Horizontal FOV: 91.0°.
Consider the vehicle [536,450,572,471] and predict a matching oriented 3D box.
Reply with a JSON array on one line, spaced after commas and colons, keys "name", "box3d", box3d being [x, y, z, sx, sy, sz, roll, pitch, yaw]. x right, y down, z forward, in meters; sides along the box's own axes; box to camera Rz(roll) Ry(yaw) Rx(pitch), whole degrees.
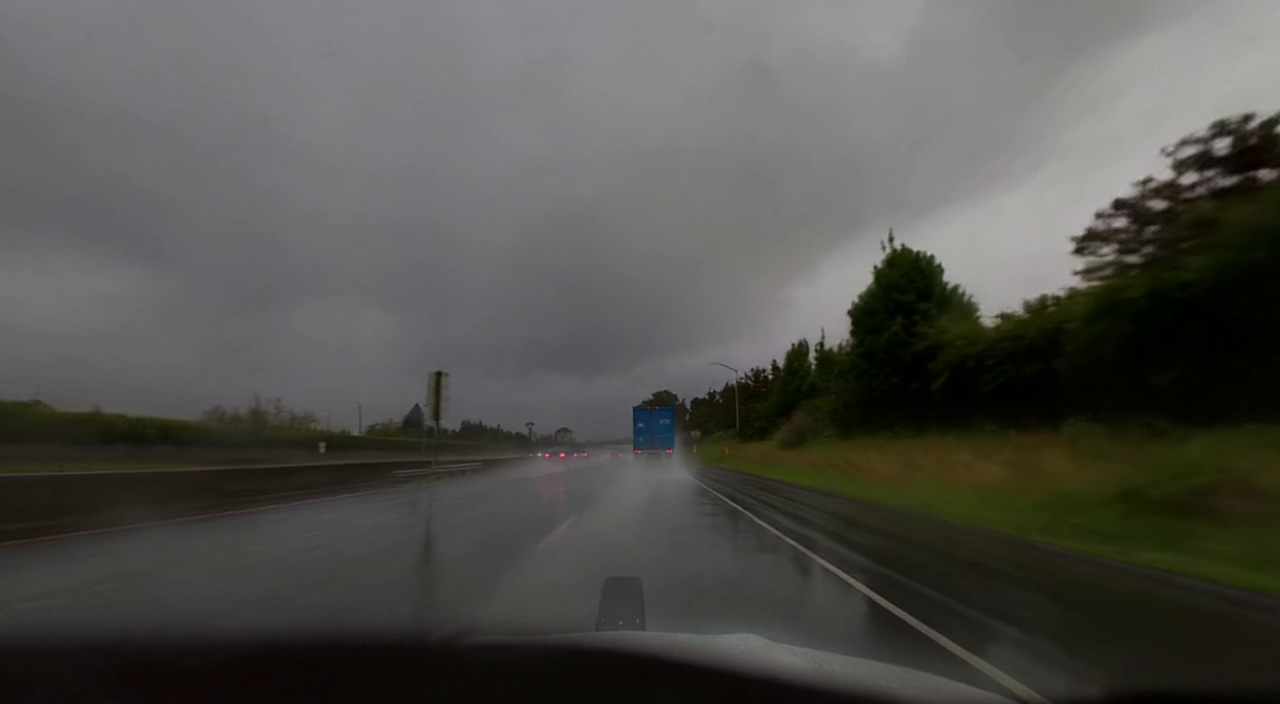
[{"name": "vehicle", "box3d": [-6.544, 8.260, 48.287, 2.017, 1.517, 4.766, 0, -9, 1]}]
